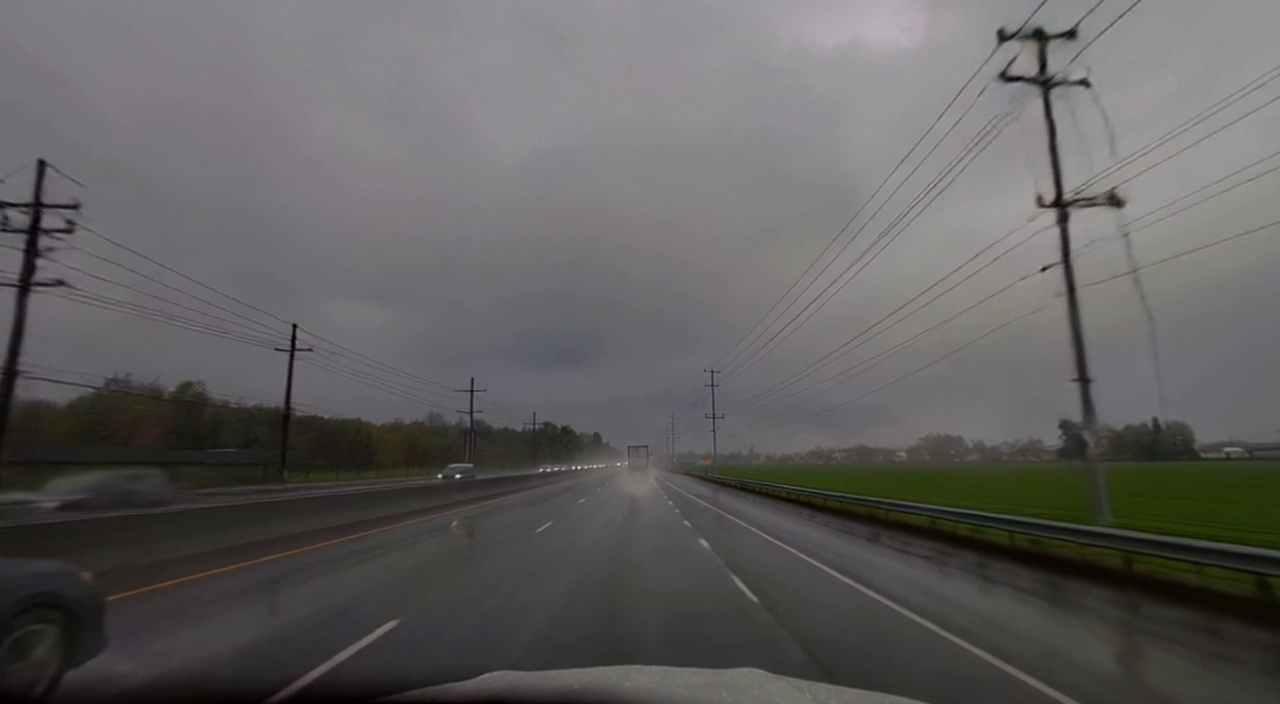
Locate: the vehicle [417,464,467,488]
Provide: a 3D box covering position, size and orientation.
[{"bbox_3d":[-12.014,7.556,38.511,1.731,1.369,3.999,1,-11,0],"label":"vehicle"}]

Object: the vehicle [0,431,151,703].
[{"bbox_3d":[-4.070,0.831,1.484,2.000,1.462,4.721,1,-10,0],"label":"vehicle"}]
